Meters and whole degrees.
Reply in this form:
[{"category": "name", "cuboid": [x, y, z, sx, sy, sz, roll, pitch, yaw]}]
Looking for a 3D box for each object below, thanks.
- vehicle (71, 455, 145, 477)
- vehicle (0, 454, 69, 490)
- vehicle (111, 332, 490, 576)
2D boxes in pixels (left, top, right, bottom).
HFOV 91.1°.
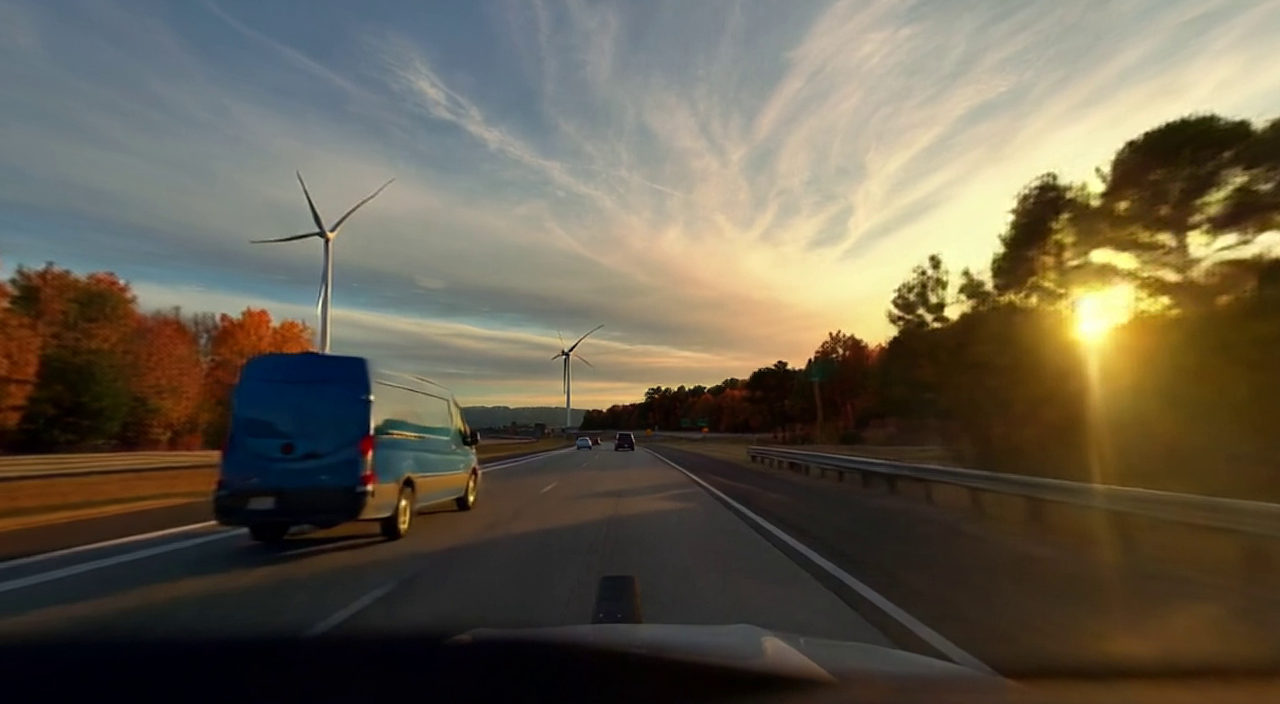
[{"category": "vehicle", "cuboid": [-41.718, 8.952, 49.420, 1.797, 1.475, 4.544, 0, -7, 0]}, {"category": "vehicle", "cuboid": [-29.102, 5.472, 28.582, 1.898, 1.484, 4.642, 0, -8, 0]}, {"category": "vehicle", "cuboid": [-3.845, 1.297, 8.604, 2.303, 2.323, 5.089, 0, -8, 0]}]
